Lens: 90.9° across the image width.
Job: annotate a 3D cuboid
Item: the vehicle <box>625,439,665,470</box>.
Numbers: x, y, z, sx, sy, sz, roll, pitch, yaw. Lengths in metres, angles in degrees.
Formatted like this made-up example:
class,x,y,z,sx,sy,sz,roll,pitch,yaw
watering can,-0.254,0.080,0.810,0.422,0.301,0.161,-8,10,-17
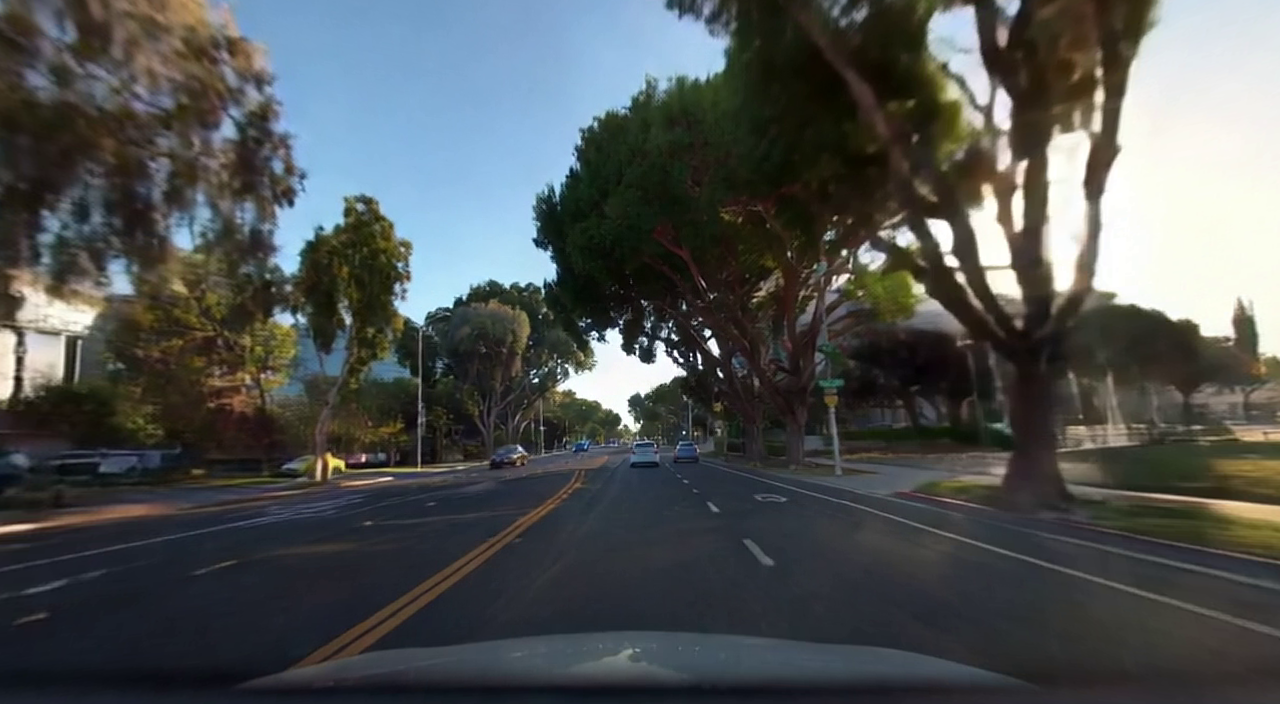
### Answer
class,x,y,z,sx,sy,sz,roll,pitch,yaw
vehicle,0.284,5.754,35.504,2.109,1.612,3.963,0,-8,1

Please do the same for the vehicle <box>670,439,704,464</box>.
class,x,y,z,sx,sy,sz,roll,pitch,yaw
vehicle,3.487,7.420,47.344,2.189,1.766,4.495,0,-8,-1

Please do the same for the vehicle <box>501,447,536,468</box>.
class,x,y,z,sx,sy,sz,roll,pitch,yaw
vehicle,-9.204,8.039,48.157,1.889,1.506,3.911,0,-8,0

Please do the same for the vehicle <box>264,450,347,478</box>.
class,x,y,z,sx,sy,sz,roll,pitch,yaw
vehicle,-21.267,7.151,40.195,4.152,1.686,1.873,0,-8,-1
